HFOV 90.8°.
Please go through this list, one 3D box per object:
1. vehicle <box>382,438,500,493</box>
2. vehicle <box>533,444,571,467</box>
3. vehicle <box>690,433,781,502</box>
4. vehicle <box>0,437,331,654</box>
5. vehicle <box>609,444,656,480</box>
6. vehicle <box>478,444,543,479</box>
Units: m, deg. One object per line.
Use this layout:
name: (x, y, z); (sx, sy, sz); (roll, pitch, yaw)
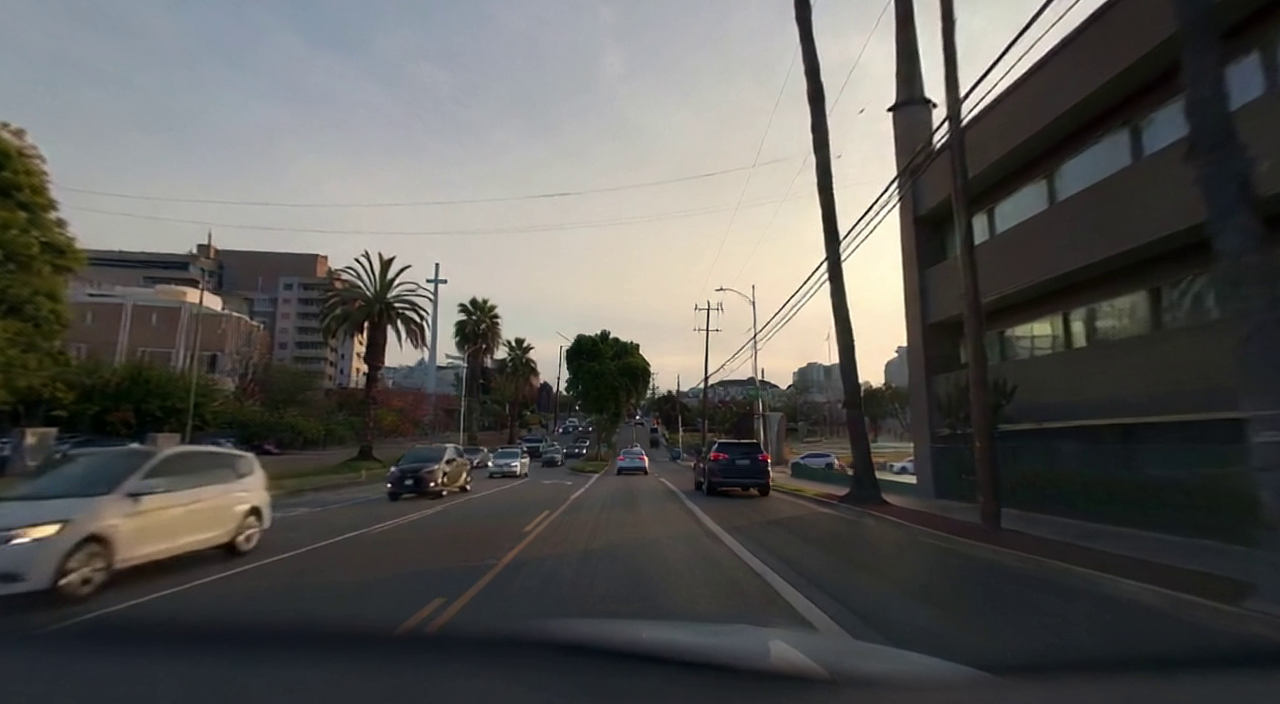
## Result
vehicle: (-5.841, 3.373, 19.228); (2.083, 1.451, 4.707); (0, -8, 0)
vehicle: (-6.273, 7.448, 45.519); (2.074, 1.541, 4.395); (0, -8, 0)
vehicle: (2.767, 3.462, 19.418); (1.995, 1.858, 4.333); (0, -8, -2)
vehicle: (-5.634, 1.745, 6.990); (2.106, 1.566, 4.631); (0, -8, -1)
vehicle: (-0.384, 5.433, 31.500); (2.196, 1.655, 3.939); (0, -8, -1)
vehicle: (-6.115, 5.217, 30.449); (2.135, 1.542, 4.575); (0, -8, 0)
